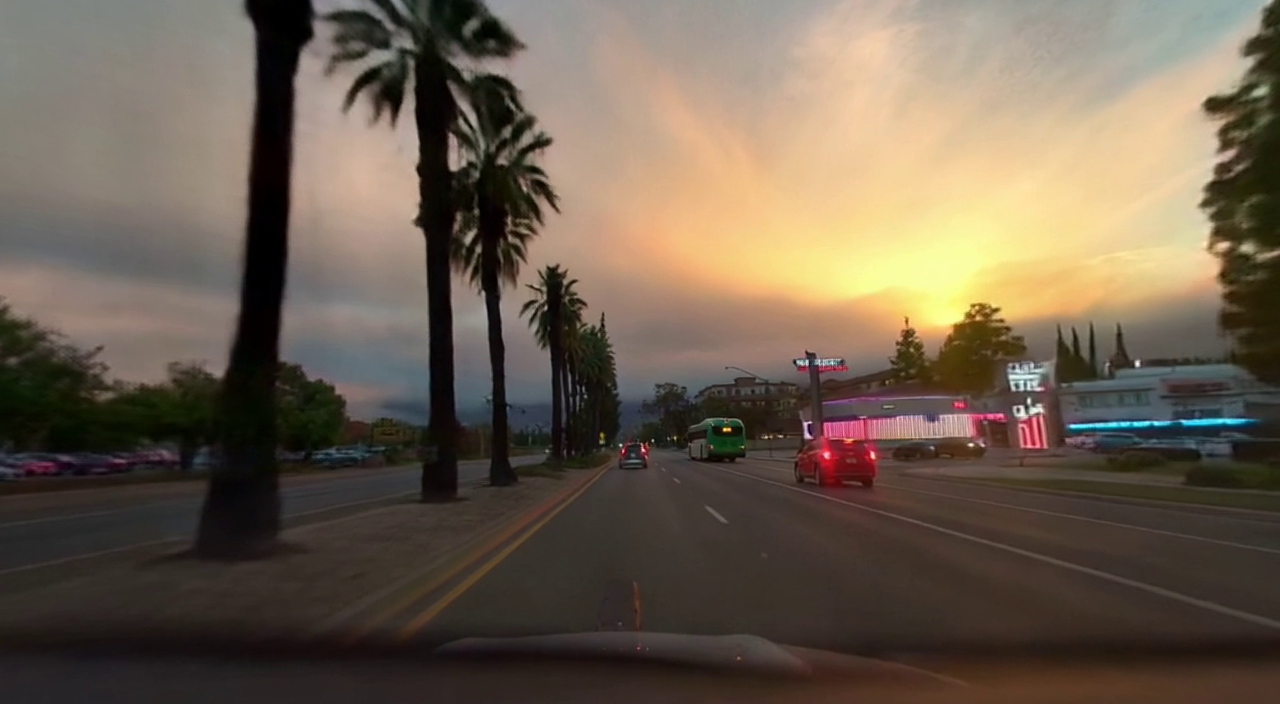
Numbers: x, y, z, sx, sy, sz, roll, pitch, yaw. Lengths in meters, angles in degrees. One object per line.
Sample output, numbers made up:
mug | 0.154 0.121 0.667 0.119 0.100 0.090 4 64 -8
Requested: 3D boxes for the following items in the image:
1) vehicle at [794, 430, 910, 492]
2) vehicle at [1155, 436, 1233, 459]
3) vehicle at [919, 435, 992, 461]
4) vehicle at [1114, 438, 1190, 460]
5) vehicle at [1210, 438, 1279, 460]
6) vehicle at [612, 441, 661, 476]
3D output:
vehicle | 6.320 3.309 19.407 2.031 1.670 4.154 0 -9 -1
vehicle | 38.647 6.683 44.184 1.778 1.478 4.067 -3 -9 2
vehicle | 24.104 7.357 48.313 4.595 1.845 1.919 0 -8 -6
vehicle | 36.056 6.859 44.673 1.831 1.432 4.544 -1 -9 5
vehicle | 43.397 6.813 44.545 1.932 1.414 4.451 -2 -8 -6
vehicle | -0.146 4.844 28.945 2.065 1.477 4.306 0 -9 0
